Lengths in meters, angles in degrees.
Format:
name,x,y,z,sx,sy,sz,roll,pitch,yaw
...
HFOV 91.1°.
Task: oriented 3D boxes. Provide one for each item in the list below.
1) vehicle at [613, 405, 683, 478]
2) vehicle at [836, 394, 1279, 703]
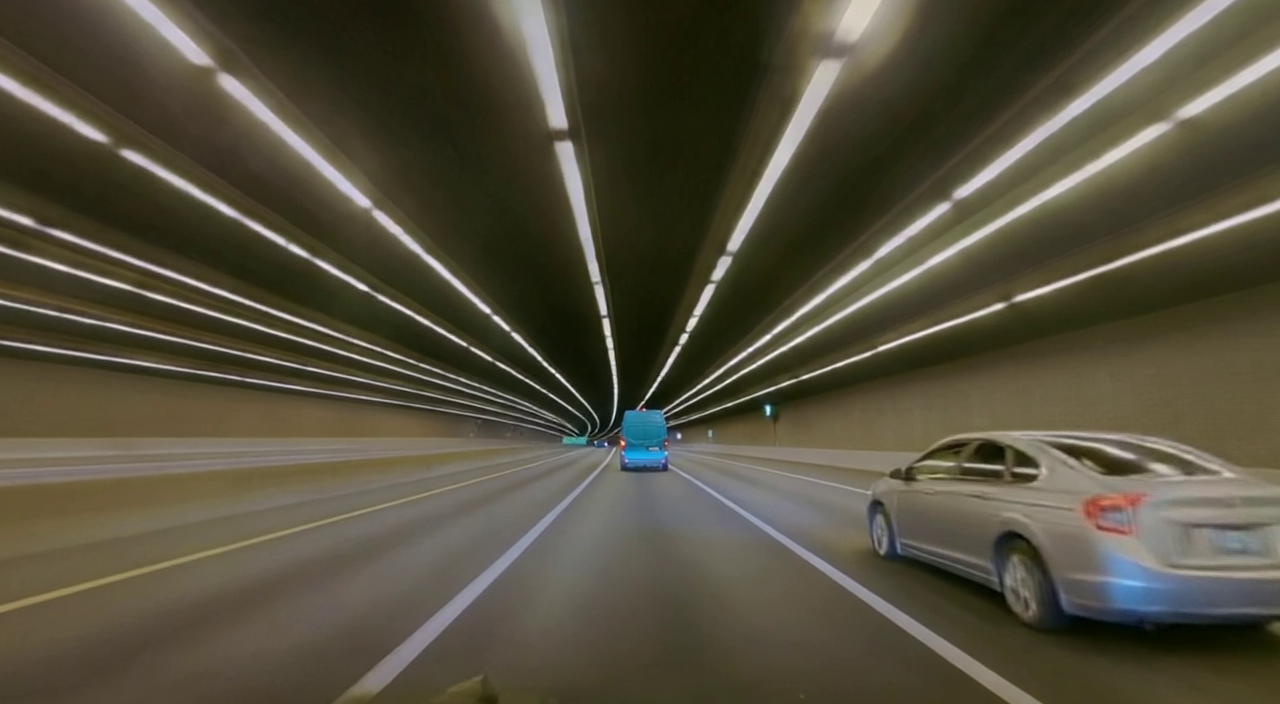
name,x,y,z,sx,sy,sz,roll,pitch,yaw
vehicle,0.234,3.425,24.174,2.404,2.459,5.229,0,-8,-1
vehicle,3.299,1.250,5.010,2.095,1.553,4.069,0,-8,-1
